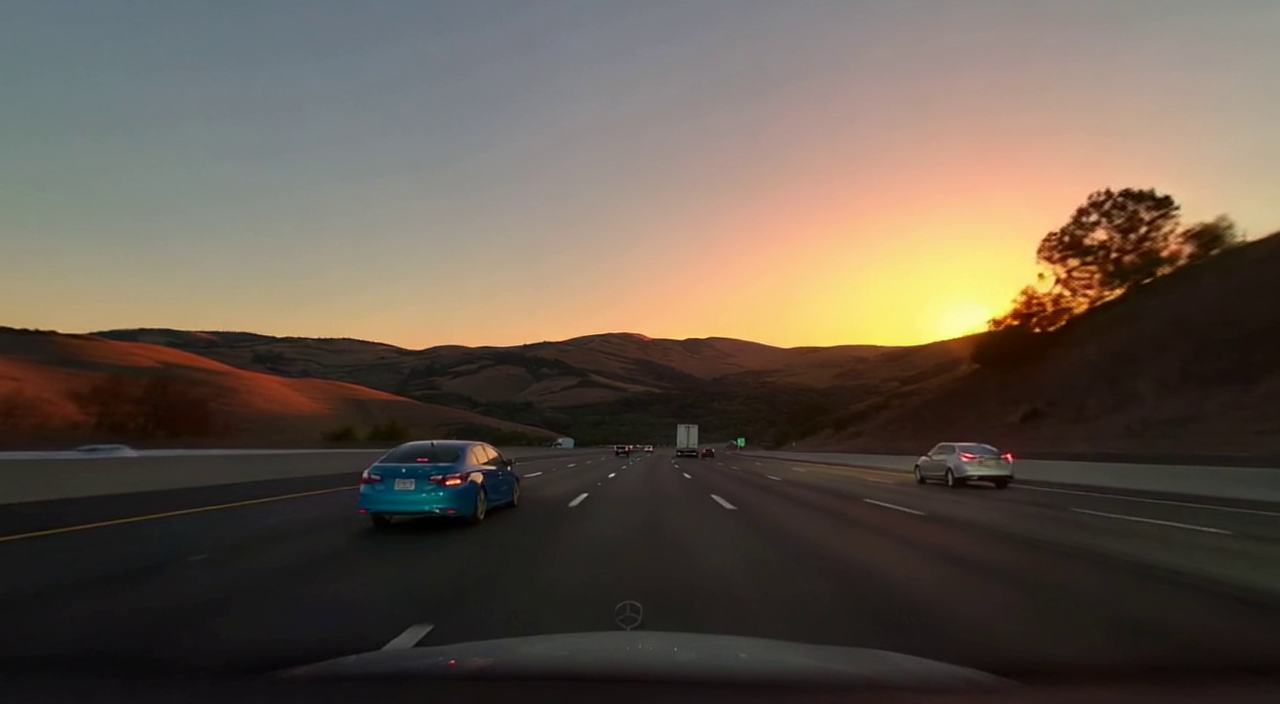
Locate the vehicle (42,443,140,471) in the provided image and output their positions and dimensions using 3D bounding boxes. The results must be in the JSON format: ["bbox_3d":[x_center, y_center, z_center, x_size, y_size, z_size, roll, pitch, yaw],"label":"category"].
[{"bbox_3d":[-33.462,6.381,38.447,1.925,1.605,4.404,0,-9,2],"label":"vehicle"}]

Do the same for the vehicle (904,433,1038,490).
[{"bbox_3d":[11.145,3.701,21.601,2.062,1.736,4.589,0,-9,0],"label":"vehicle"}]

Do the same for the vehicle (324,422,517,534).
[{"bbox_3d":[-3.595,2.136,11.155,1.967,1.615,3.886,0,-8,1],"label":"vehicle"}]
